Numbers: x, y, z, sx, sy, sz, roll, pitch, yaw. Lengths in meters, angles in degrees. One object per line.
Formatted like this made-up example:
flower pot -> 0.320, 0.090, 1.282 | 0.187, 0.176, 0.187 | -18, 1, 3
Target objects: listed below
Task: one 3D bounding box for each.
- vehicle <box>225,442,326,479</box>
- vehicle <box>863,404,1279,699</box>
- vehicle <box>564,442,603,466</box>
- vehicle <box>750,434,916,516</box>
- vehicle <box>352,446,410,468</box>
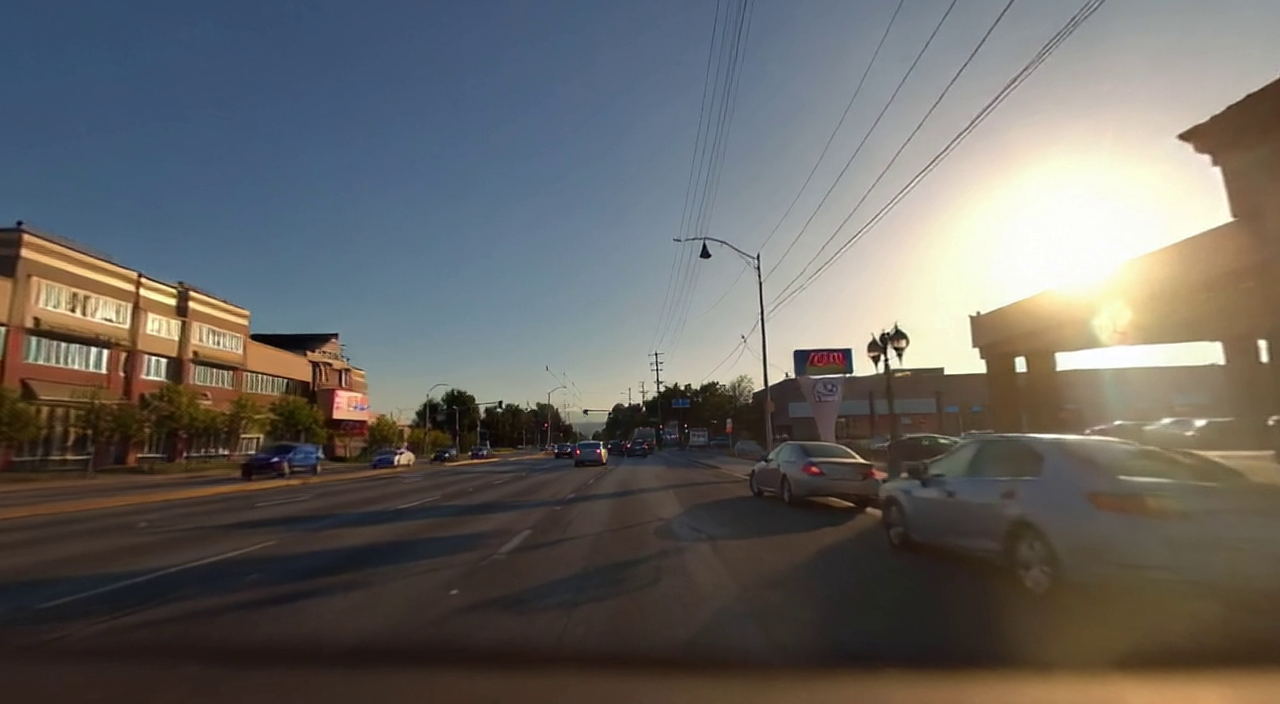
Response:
vehicle -> -17.772, 5.310, 31.124 | 2.102, 1.679, 4.690 | 0, -9, 1
vehicle -> 3.876, 1.390, 5.733 | 1.922, 1.507, 4.824 | 0, -9, 0
vehicle -> -3.621, 6.658, 41.440 | 2.179, 1.490, 4.742 | 0, -9, 0
vehicle -> 3.924, 2.597, 13.862 | 2.085, 1.479, 4.633 | 0, -9, -1
vehicle -> -18.586, 7.560, 45.554 | 2.151, 1.495, 4.703 | 0, -9, 0
